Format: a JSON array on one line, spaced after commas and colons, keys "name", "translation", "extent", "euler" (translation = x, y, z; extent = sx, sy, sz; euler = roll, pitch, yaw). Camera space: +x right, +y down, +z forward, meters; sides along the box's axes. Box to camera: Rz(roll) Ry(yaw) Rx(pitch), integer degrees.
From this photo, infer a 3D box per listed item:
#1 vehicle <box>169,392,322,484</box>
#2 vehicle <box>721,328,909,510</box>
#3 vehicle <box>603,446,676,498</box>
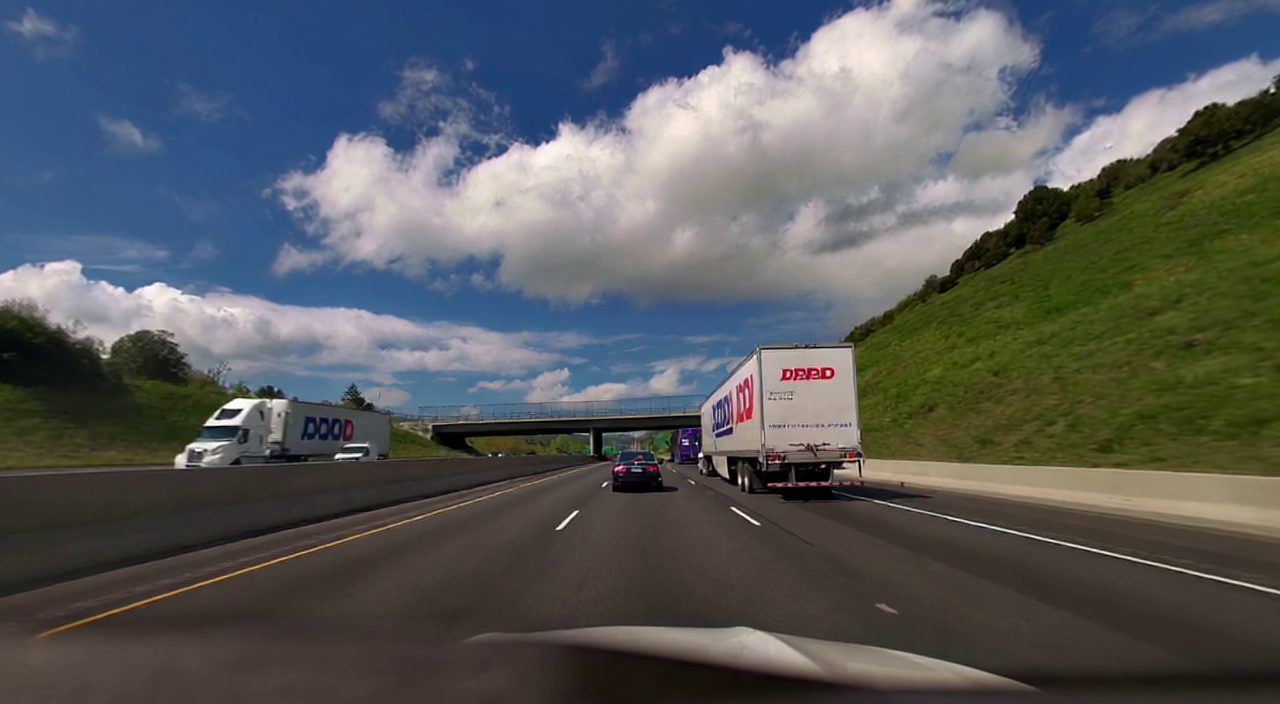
[{"name": "vehicle", "translation": [-19.036, 4.297, 31.114], "extent": [3.018, 4.002, 6.597], "euler": [0, -9, 1]}, {"name": "vehicle", "translation": [4.311, 2.066, 17.904], "extent": [2.802, 3.956, 8.291], "euler": [0, -9, -1]}, {"name": "vehicle", "translation": [-0.038, 3.655, 19.574], "extent": [2.029, 1.437, 3.794], "euler": [0, -9, 0]}]
